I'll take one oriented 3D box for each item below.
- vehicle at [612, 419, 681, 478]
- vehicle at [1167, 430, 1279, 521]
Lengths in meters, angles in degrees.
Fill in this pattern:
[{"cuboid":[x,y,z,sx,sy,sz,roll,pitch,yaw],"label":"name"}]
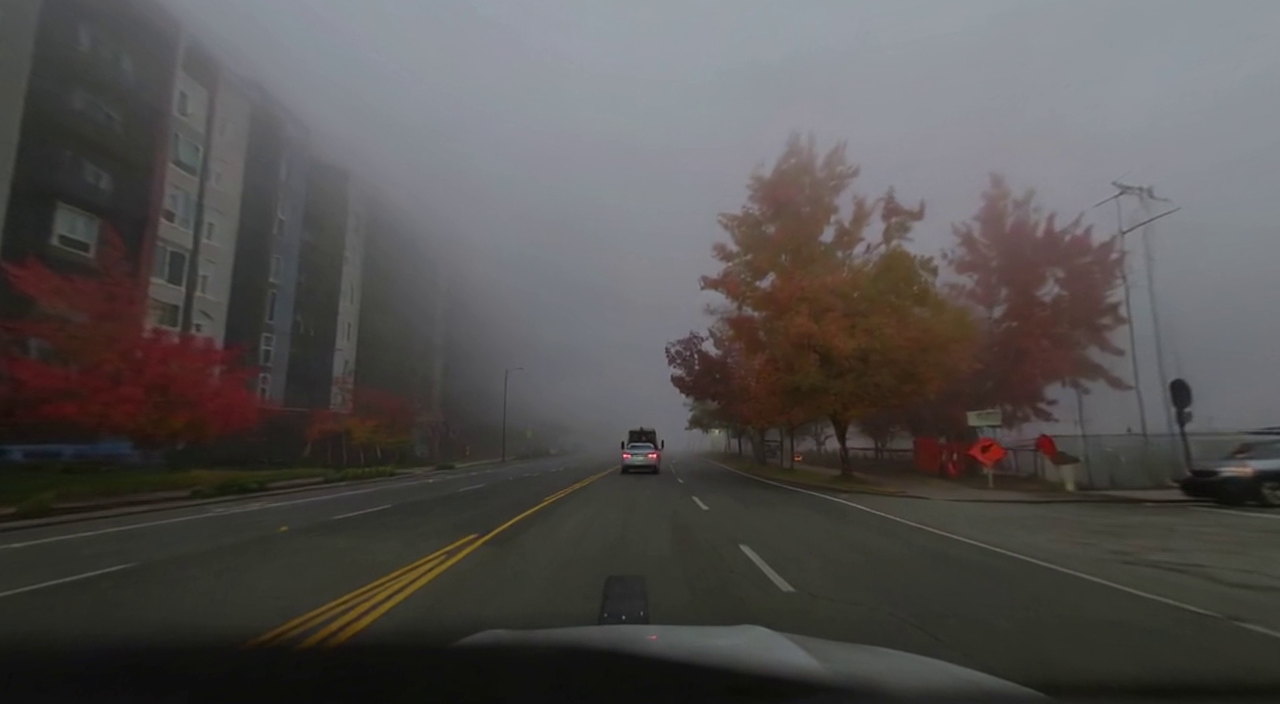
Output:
[{"cuboid":[0.337,4.354,28.471,2.762,2.309,6.723,0,-8,1],"label":"vehicle"},{"cuboid":[14.706,2.618,13.588,4.655,1.798,2.050,0,-8,0],"label":"vehicle"}]
